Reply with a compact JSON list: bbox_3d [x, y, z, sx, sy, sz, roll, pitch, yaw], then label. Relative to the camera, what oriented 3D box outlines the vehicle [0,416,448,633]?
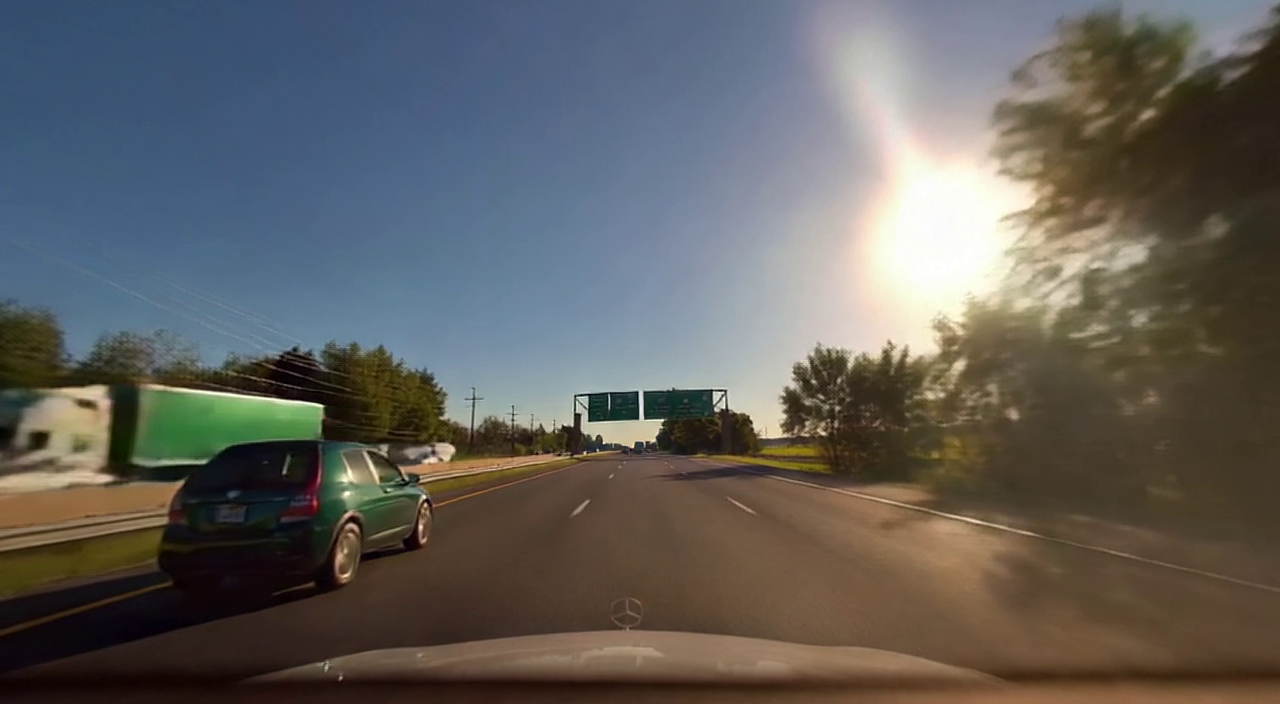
[{"bbox_3d":[-3.535,1.522,6.484,1.815,1.500,4.036,0,-9,0],"label":"vehicle"}]
